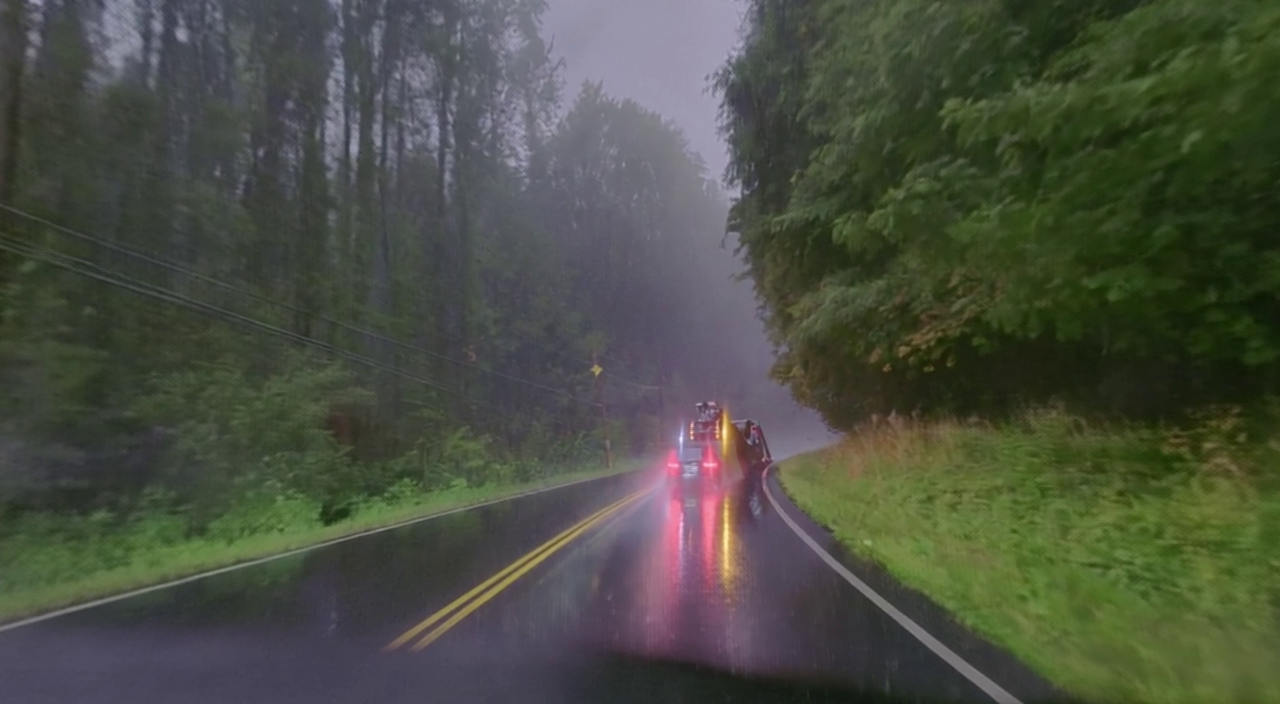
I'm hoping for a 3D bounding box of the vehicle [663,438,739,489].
[{"bbox_3d":[2.044,3.590,20.723,2.196,1.465,4.294,-1,-8,7],"label":"vehicle"}]
